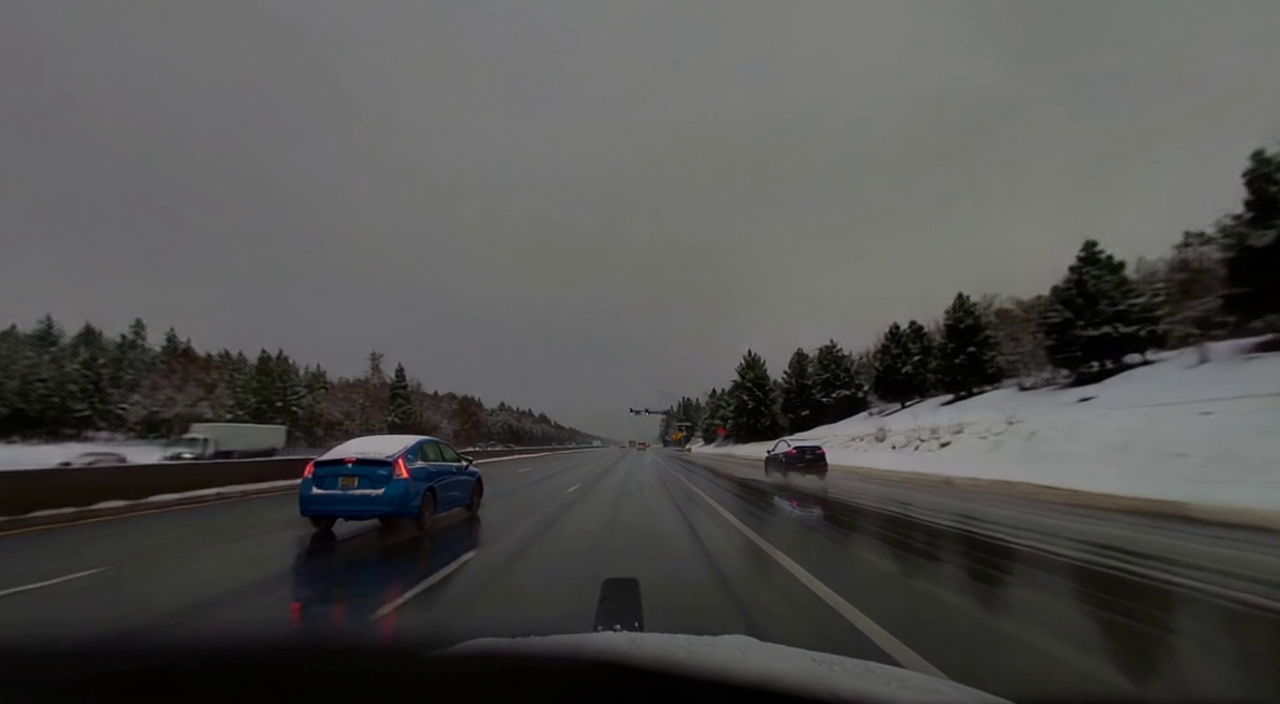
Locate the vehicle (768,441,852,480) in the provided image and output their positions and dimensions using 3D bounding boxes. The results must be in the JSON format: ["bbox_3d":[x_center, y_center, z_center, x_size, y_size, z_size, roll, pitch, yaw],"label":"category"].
[{"bbox_3d":[7.006,4.511,26.515,2.049,1.481,4.774,0,-9,-2],"label":"vehicle"}]

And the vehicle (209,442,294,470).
[{"bbox_3d":[-27.868,7.484,45.477,2.407,1.859,5.897,0,-9,0],"label":"vehicle"}]

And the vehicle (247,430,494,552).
[{"bbox_3d":[-3.931,2.098,10.224,1.987,1.516,4.478,0,-9,0],"label":"vehicle"}]

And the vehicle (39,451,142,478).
[{"bbox_3d":[-32.272,6.572,37.171,1.918,1.446,4.623,0,-9,0],"label":"vehicle"}]
